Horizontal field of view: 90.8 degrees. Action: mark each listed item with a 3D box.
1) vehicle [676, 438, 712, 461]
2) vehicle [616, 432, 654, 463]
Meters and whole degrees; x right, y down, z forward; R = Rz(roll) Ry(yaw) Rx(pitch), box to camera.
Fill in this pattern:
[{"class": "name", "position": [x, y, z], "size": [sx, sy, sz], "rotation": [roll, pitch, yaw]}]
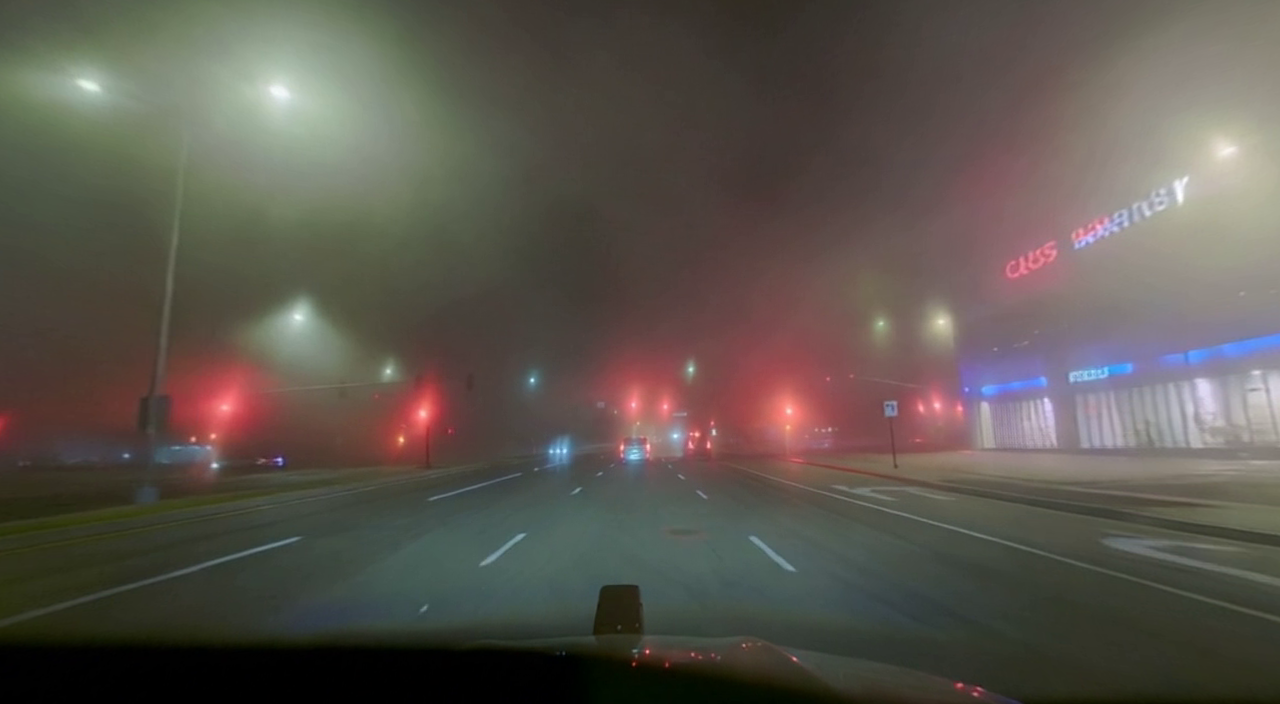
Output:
[{"class": "vehicle", "position": [3.611, 6.638, 43.221], "size": [2.080, 1.472, 4.401], "rotation": [0, -8, 0]}, {"class": "vehicle", "position": [-0.317, 6.072, 40.330], "size": [2.313, 1.860, 4.319], "rotation": [0, -8, 0]}]
